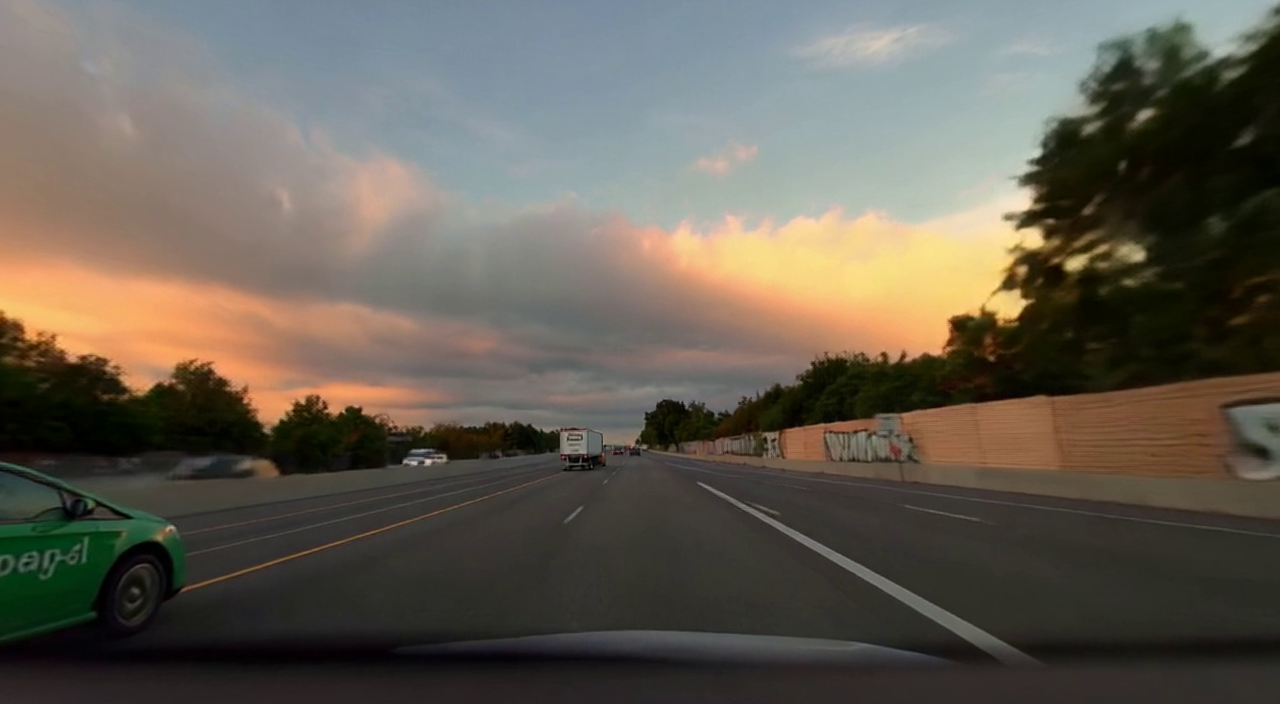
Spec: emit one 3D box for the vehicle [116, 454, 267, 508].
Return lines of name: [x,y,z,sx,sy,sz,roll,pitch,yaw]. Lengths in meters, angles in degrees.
vehicle: [-13.383,3.822,19.100,1.849,1.408,3.676,0,-9,0]

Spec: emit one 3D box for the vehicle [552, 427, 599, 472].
vehicle: [-3.850,5.985,38.753,2.305,2.517,5.486,0,-9,0]
